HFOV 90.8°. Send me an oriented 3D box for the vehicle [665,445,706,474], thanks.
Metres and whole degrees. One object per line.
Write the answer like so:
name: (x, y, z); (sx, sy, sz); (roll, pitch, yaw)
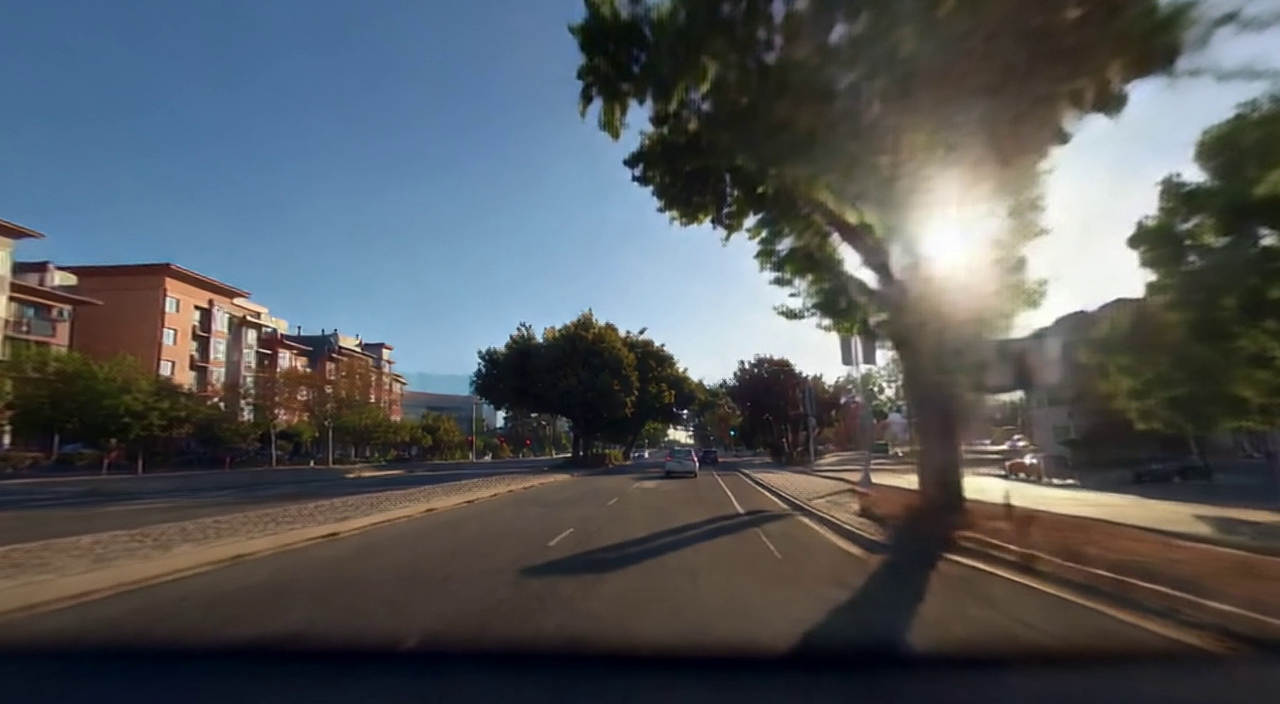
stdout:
vehicle: (2.467, 5.894, 34.763); (2.133, 1.481, 4.276); (-1, -9, 3)
